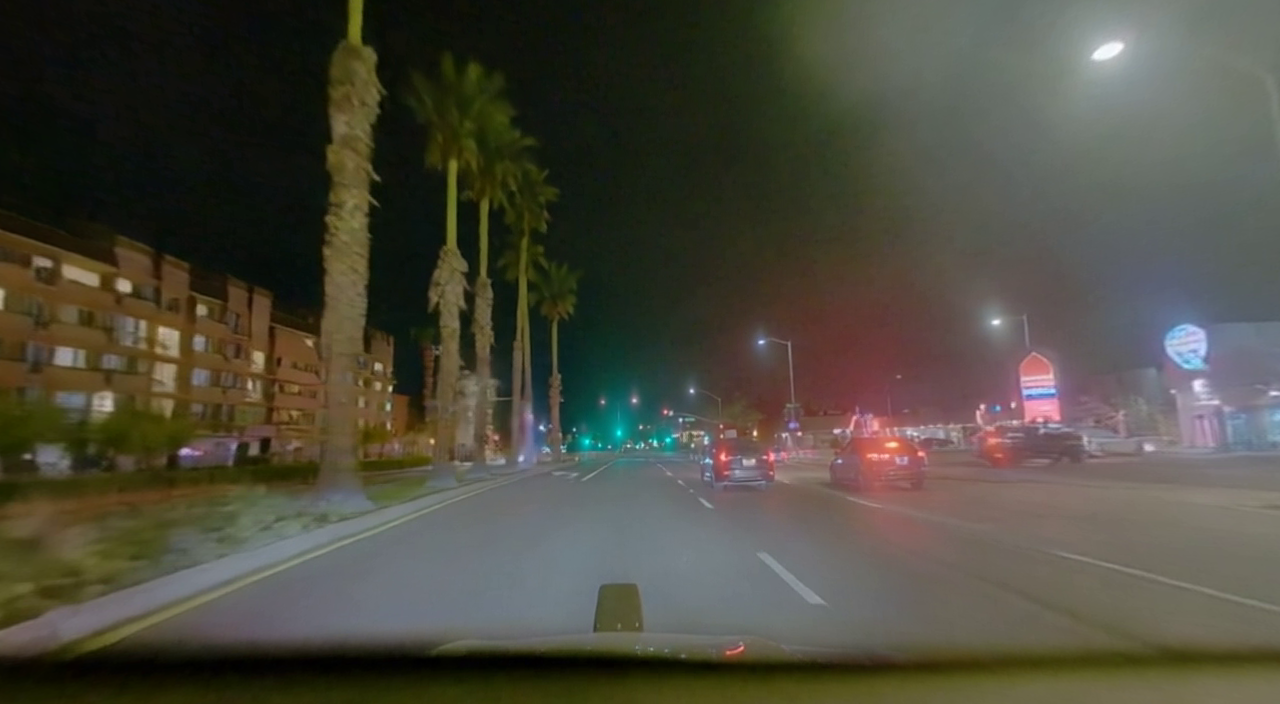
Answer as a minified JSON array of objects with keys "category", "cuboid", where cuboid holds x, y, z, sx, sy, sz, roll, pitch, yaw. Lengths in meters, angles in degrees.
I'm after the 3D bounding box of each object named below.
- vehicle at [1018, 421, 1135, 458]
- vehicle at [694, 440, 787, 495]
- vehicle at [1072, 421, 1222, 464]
[{"category":"vehicle","cuboid":[22.314,4.526,32.469,4.383,1.815,2.061,-1,-9,2]},{"category":"vehicle","cuboid":[2.862,3.387,18.965,1.964,1.448,4.295,0,-9,-2]},{"category":"vehicle","cuboid":[22.290,3.997,27.908,4.781,1.600,1.986,-3,-8,1]}]
